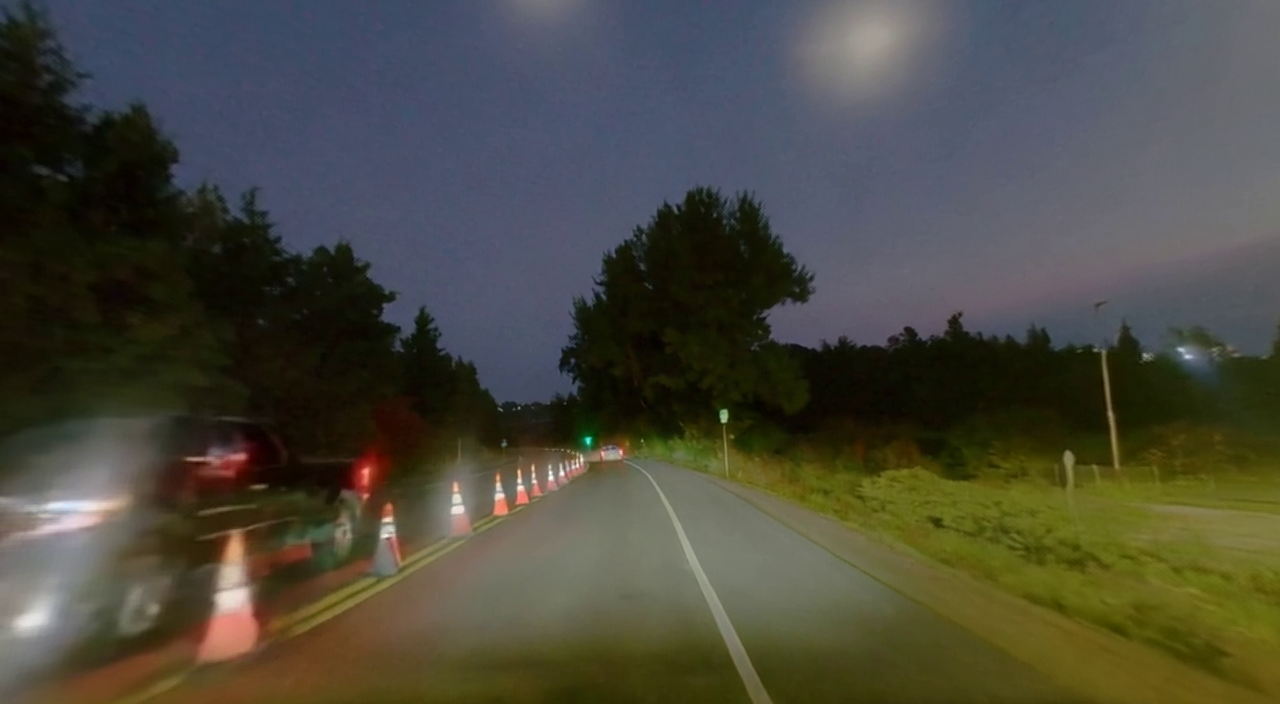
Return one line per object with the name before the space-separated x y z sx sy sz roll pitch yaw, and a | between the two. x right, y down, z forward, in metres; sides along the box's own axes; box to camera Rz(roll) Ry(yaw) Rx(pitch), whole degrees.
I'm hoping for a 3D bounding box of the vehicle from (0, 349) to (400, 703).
vehicle | -4.488 1.353 5.998 2.128 1.944 5.555 0 -9 1
